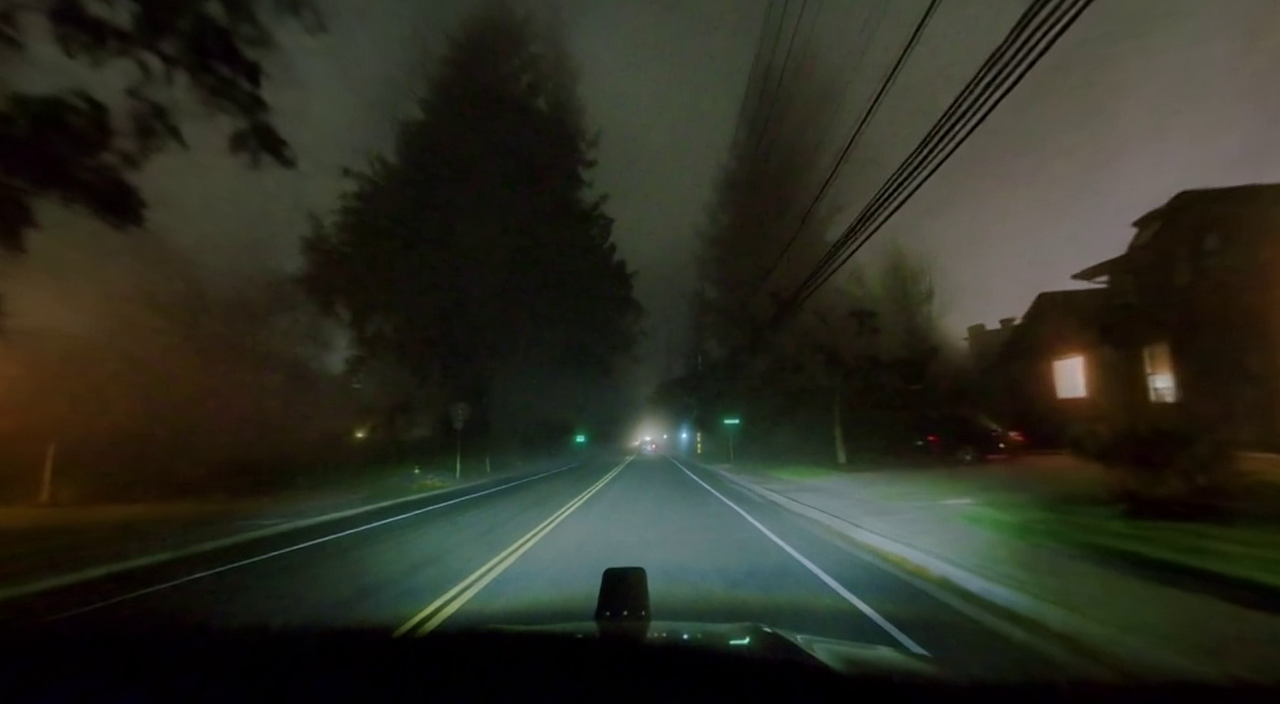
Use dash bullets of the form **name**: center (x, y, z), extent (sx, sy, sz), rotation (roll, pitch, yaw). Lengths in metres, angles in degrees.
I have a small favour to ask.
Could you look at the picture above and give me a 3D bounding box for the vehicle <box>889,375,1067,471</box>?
- **vehicle**: center (7.722, 1.771, 15.038), extent (1.878, 1.743, 4.556), rotation (-7, -9, 4)
